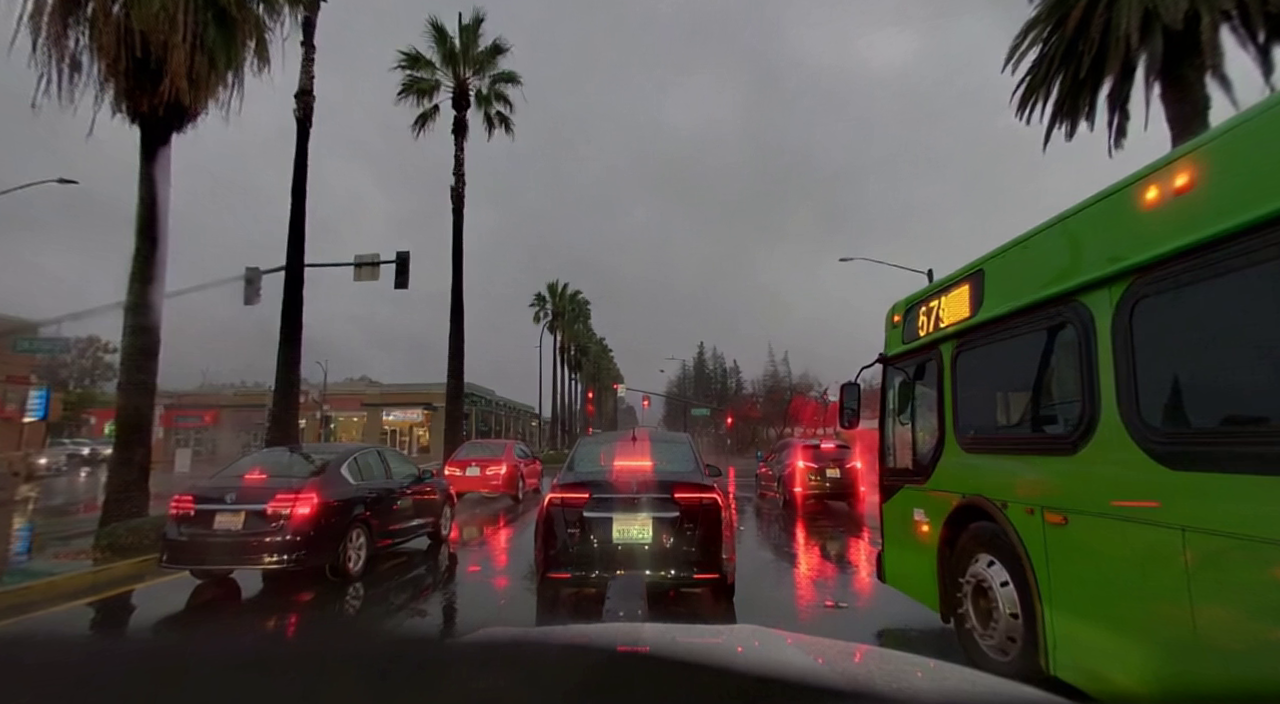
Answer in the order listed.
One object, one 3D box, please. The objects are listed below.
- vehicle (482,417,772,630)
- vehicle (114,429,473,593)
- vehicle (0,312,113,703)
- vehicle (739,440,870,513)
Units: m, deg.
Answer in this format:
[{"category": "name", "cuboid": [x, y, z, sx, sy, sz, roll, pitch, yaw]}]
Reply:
[{"category": "vehicle", "cuboid": [-0.101, 1.517, 6.493, 2.060, 1.499, 3.831, 0, -9, 0]}, {"category": "vehicle", "cuboid": [-3.613, 1.718, 7.697, 1.919, 1.415, 4.178, 0, -9, 1]}, {"category": "vehicle", "cuboid": [-3.566, 0.464, 0.340, 2.145, 1.824, 4.974, 0, -9, 2]}, {"category": "vehicle", "cuboid": [3.712, 2.879, 15.149, 1.989, 1.467, 4.364, 0, -9, 1]}]
